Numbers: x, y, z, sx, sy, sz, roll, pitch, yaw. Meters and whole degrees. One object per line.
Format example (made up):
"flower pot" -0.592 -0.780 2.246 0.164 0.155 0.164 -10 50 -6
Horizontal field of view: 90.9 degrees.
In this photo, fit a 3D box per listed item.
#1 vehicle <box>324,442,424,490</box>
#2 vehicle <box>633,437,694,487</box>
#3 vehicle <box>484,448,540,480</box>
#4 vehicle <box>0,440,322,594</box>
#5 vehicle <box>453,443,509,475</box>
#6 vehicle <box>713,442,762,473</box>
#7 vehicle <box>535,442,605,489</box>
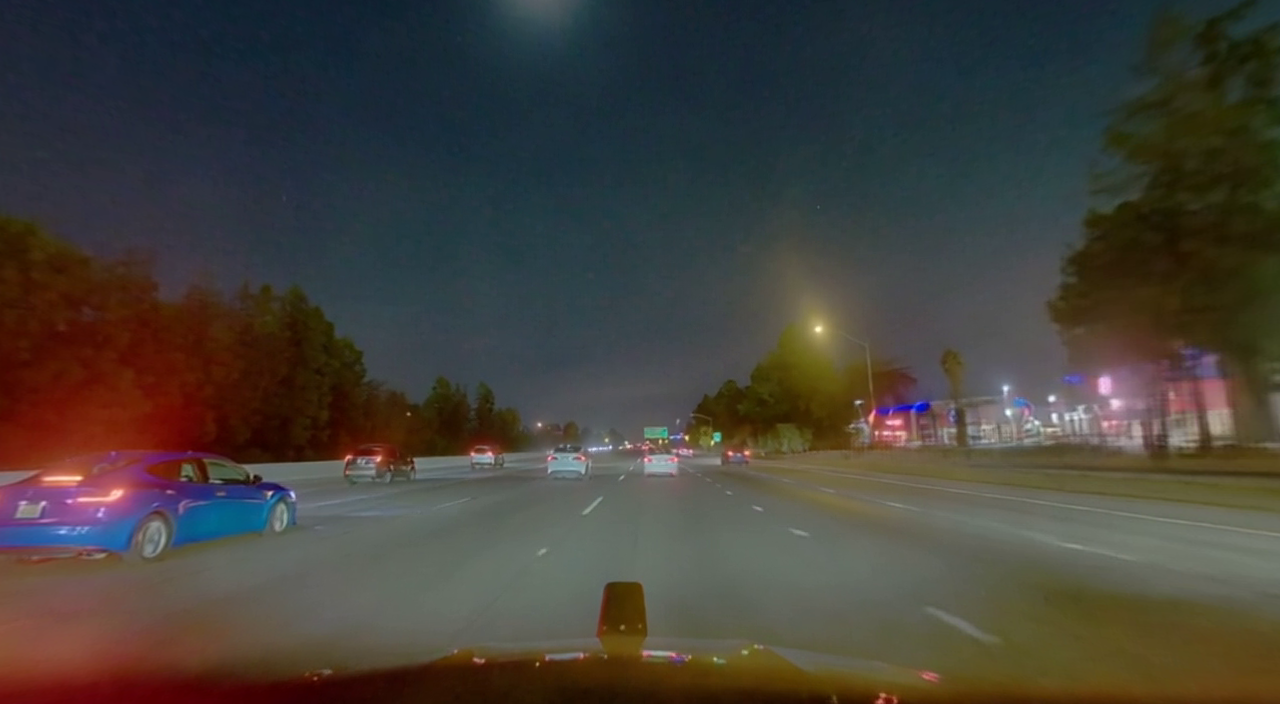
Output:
"vehicle" -10.322 4.425 24.879 1.947 1.683 4.331 -1 -8 2
"vehicle" 0.838 4.168 24.194 2.114 1.715 4.136 0 -8 0
"vehicle" -6.341 5.577 31.660 1.886 1.455 4.148 -1 -8 1
"vehicle" -6.612 1.955 8.523 2.116 1.473 4.644 -1 -8 1
"vehicle" -10.009 6.771 40.219 2.186 1.851 5.085 -1 -8 1
"vehicle" 5.947 6.501 39.094 2.071 1.754 4.484 0 -8 -3
"vehicle" -2.557 4.280 24.231 2.102 1.624 4.257 -1 -8 2
